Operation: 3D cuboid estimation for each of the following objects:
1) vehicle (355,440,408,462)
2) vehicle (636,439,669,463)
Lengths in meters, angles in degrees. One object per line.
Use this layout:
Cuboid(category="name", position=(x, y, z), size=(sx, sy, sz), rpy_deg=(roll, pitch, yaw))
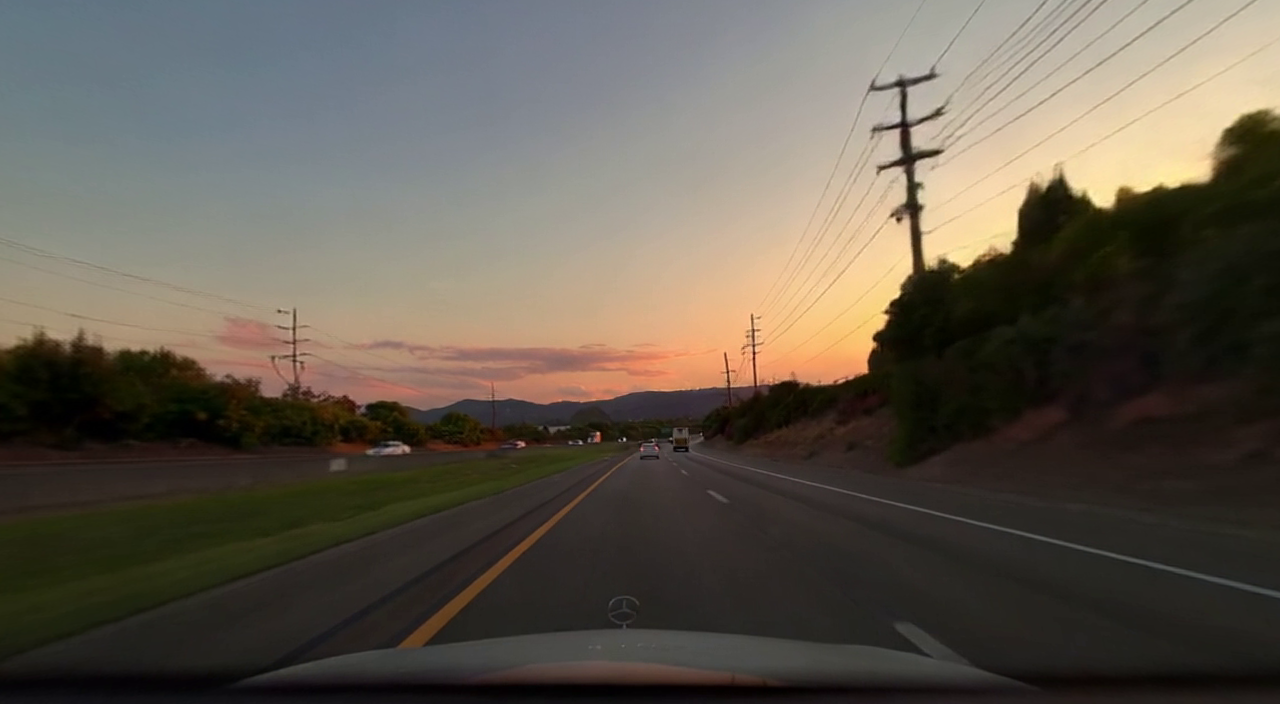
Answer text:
Cuboid(category="vehicle", position=(-20.322, 7.800, 49.772), size=(2.087, 1.611, 4.808), rpy_deg=(-1, -8, 1))
Cuboid(category="vehicle", position=(0.891, 6.917, 44.023), size=(2.192, 1.556, 4.132), rpy_deg=(-1, -8, 1))
